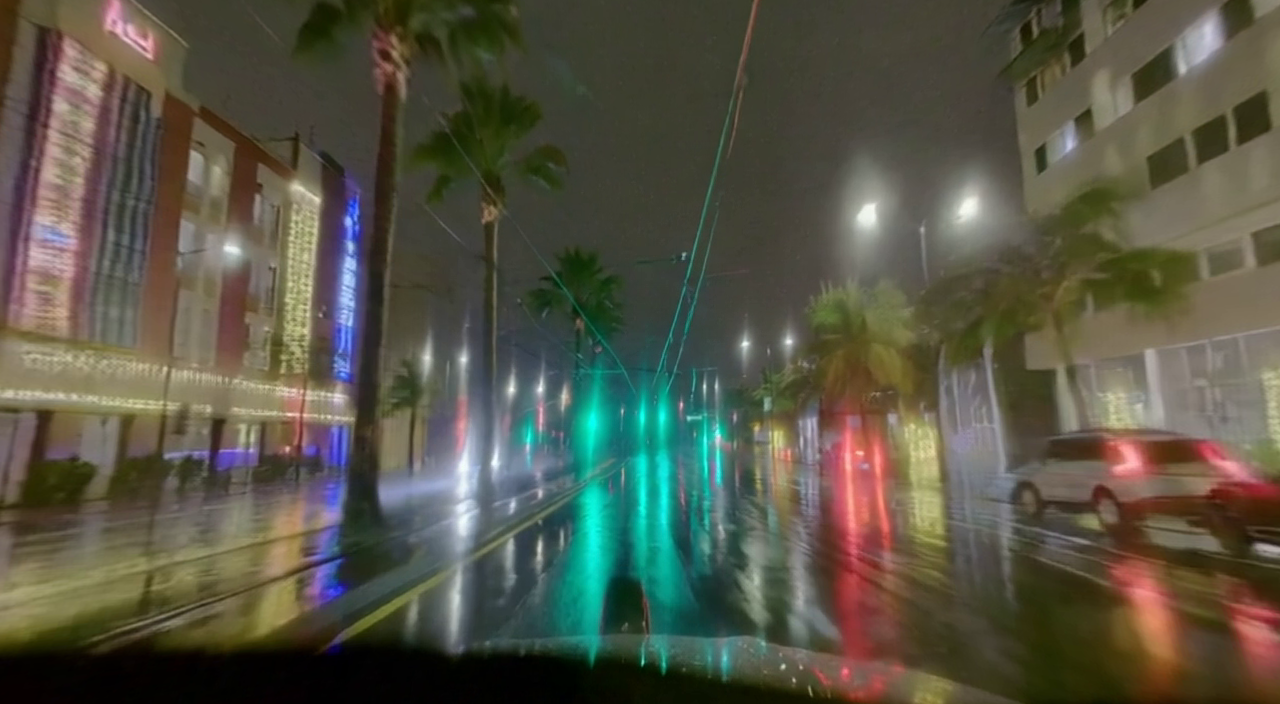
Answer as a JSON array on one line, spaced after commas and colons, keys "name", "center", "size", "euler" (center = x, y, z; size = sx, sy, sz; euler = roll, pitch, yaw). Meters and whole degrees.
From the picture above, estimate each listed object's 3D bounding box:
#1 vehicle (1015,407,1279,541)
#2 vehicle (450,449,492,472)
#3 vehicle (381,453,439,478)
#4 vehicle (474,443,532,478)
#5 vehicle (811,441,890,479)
[{"name": "vehicle", "center": [8.723, 2.007, 10.905], "size": [1.900, 1.846, 4.002], "euler": [-1, -9, -1]}, {"name": "vehicle", "center": [-12.338, 7.911, 46.135], "size": [1.887, 1.513, 4.131], "euler": [-1, -9, 1]}, {"name": "vehicle", "center": [-15.294, 7.516, 42.131], "size": [1.993, 1.464, 4.740], "euler": [-1, -9, 1]}, {"name": "vehicle", "center": [-6.970, 5.551, 32.562], "size": [1.971, 1.657, 4.623], "euler": [-1, -8, 0]}, {"name": "vehicle", "center": [9.128, 4.704, 27.691], "size": [1.822, 1.494, 4.385], "euler": [-1, -9, -2]}]
